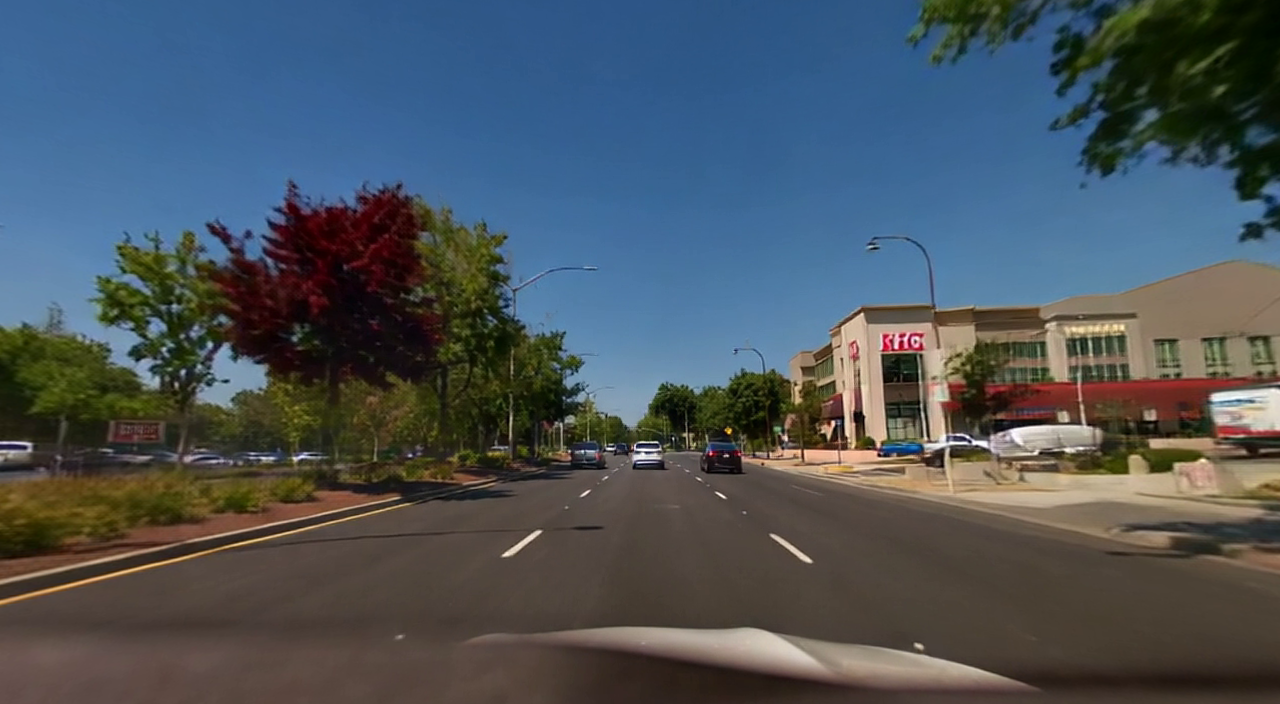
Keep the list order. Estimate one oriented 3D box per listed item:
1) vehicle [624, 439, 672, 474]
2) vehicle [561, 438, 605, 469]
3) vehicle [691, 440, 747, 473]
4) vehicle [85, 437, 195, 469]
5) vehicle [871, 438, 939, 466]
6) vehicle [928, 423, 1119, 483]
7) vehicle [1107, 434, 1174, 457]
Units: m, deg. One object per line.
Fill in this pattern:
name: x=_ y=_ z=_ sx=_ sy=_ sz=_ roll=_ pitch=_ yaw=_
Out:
vehicle: x=0.330 y=4.810 z=29.281 sx=2.059 sy=1.477 sz=4.216 roll=0 pitch=-8 yaw=0
vehicle: x=-3.065 y=5.561 z=34.751 sx=1.995 sy=1.607 sz=4.086 roll=0 pitch=-8 yaw=1
vehicle: x=3.701 y=4.984 z=30.245 sx=2.012 sy=1.462 sz=4.400 roll=0 pitch=-8 yaw=-1
vehicle: x=-35.174 y=7.083 z=44.657 sx=2.578 sy=1.973 sz=6.455 roll=1 pitch=-8 yaw=-1
vehicle: x=15.307 y=5.802 z=36.719 sx=2.099 sy=1.526 sz=4.555 roll=-1 pitch=-8 yaw=2
vehicle: x=13.257 y=3.525 z=22.108 sx=5.144 sy=1.834 sz=2.188 roll=-2 pitch=-9 yaw=2
vehicle: x=35.037 y=6.550 z=44.239 sx=1.773 sy=1.500 sz=3.930 roll=-1 pitch=-9 yaw=6
